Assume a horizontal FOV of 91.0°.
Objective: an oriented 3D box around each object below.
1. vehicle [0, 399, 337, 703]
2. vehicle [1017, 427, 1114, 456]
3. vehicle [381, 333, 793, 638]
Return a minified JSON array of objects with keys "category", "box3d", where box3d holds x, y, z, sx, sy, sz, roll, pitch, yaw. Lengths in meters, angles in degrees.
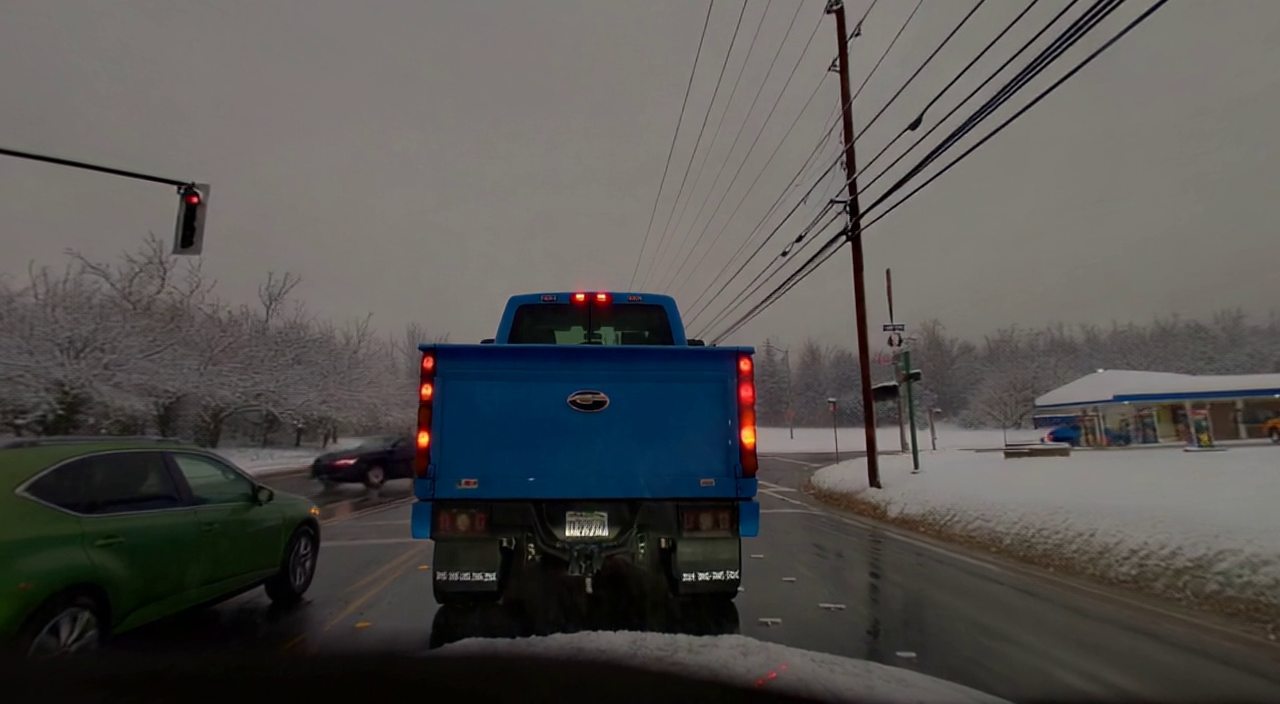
[{"category":"vehicle","box3d":[-3.960,1.188,3.982,2.017,1.555,4.150,-1,-9,0]},{"category":"vehicle","box3d":[25.569,5.395,37.926,4.419,1.496,1.854,-2,-9,1]},{"category":"vehicle","box3d":[-0.422,1.323,7.209,2.859,2.144,5.406,0,-9,-1]}]
